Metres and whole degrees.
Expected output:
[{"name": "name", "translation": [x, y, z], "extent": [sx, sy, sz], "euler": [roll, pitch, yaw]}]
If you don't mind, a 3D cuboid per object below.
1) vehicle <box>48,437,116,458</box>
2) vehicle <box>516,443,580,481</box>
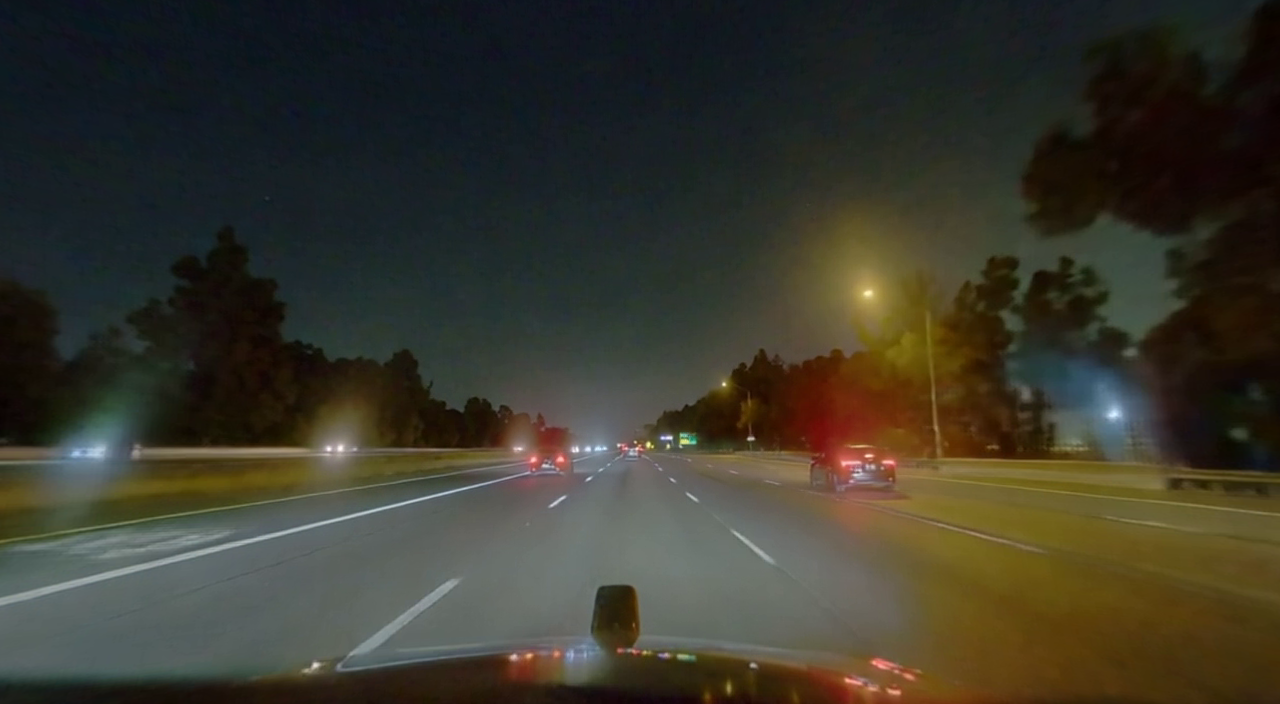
[{"name": "vehicle", "translation": [-39.451, 6.763, 44.751], "extent": [1.604, 1.424, 3.530], "euler": [0, -8, -1]}, {"name": "vehicle", "translation": [-4.034, 4.915, 28.585], "extent": [2.140, 1.574, 4.946], "euler": [0, -8, 0]}]
